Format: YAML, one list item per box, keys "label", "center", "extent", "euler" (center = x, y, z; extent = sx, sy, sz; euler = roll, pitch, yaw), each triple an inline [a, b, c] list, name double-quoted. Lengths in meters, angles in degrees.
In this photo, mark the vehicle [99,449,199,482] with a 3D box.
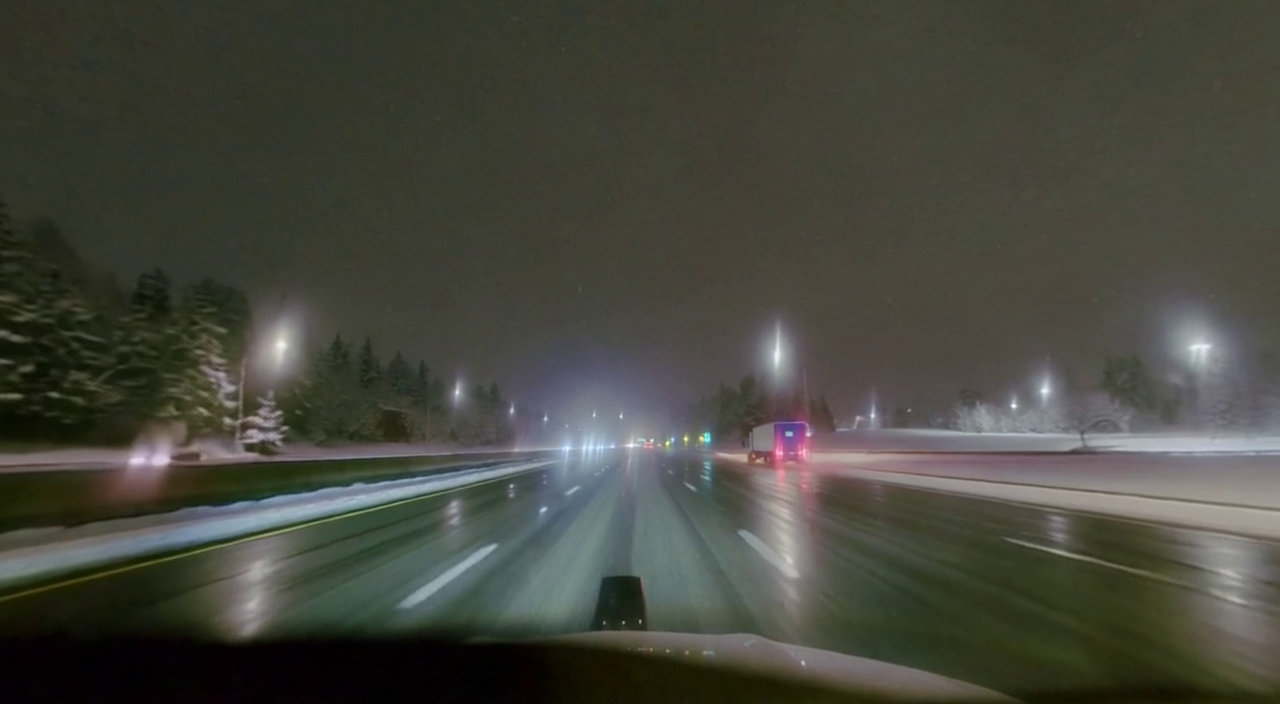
- label: "vehicle"
  center: [-28.166, 6.482, 36.390]
  extent: [1.924, 1.708, 4.778]
  euler: [0, -8, 0]
